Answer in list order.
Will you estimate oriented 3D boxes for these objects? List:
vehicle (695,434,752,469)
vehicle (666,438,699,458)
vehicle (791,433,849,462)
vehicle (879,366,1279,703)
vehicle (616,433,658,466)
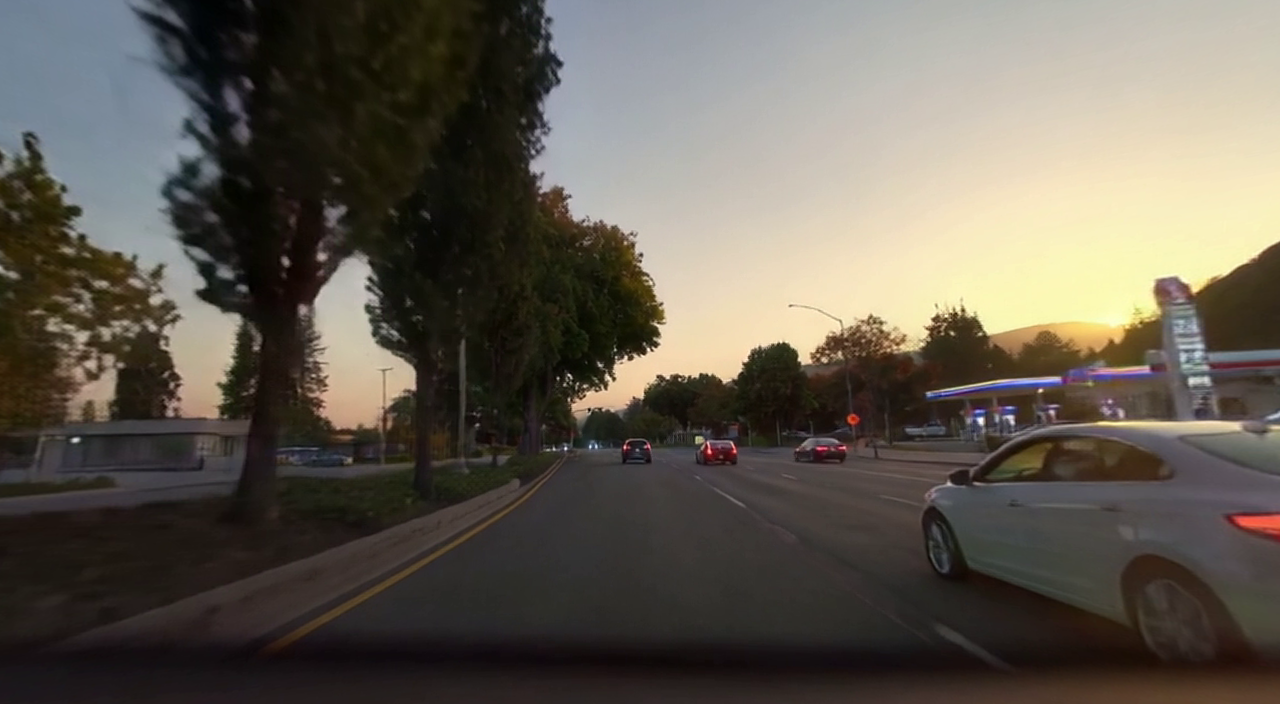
[{"bbox_3d":[3.870,4.677,29.709,1.980,1.515,4.362,0,-8,-2],"label":"vehicle"},{"bbox_3d":[3.218,7.344,48.133,2.114,1.473,4.495,0,-8,-1],"label":"vehicle"},{"bbox_3d":[10.018,5.353,35.244,1.906,1.488,4.251,0,-8,-1],"label":"vehicle"},{"bbox_3d":[3.611,1.064,4.227,2.119,1.509,4.756,-1,-8,0],"label":"vehicle"},{"bbox_3d":[-0.193,5.381,34.853,2.172,1.694,4.055,0,-8,-1],"label":"vehicle"}]
